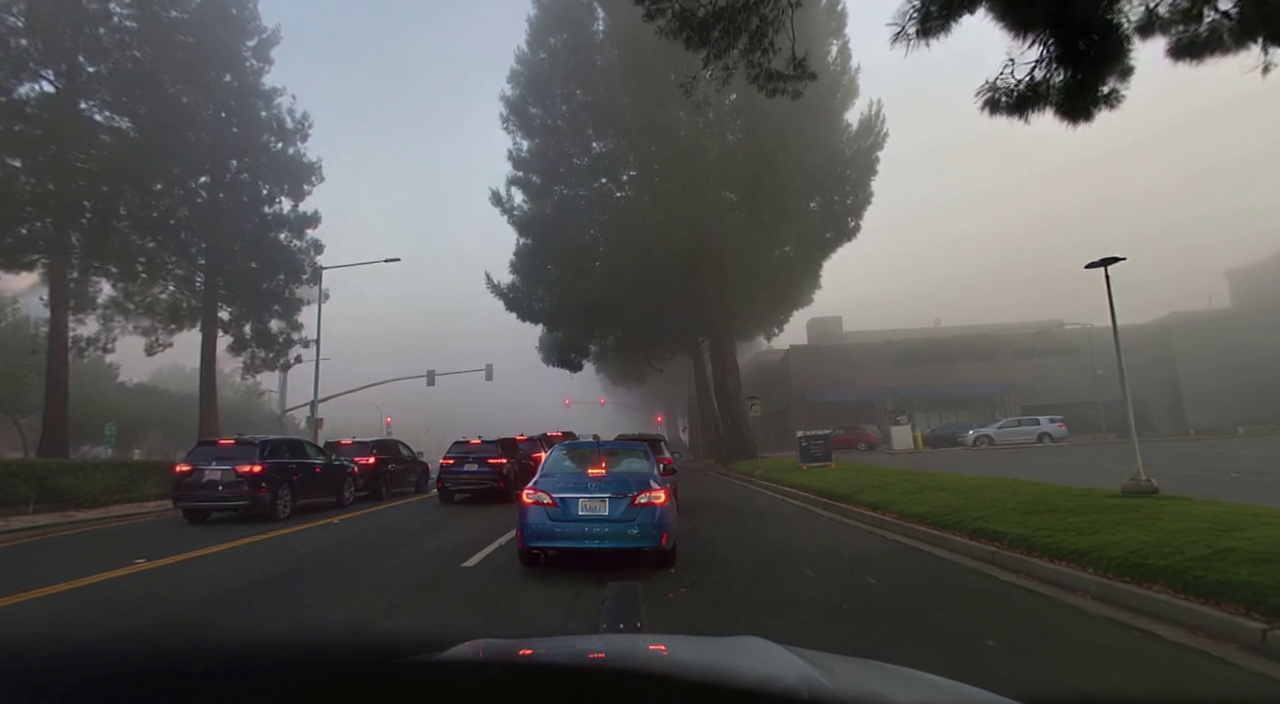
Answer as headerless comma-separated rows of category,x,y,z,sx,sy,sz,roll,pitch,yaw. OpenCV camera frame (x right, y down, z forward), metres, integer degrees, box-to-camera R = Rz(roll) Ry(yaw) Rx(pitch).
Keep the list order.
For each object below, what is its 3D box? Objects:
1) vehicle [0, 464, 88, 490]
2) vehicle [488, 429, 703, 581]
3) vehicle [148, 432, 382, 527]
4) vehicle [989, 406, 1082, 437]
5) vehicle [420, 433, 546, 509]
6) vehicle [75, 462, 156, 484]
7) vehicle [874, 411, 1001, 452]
vehicle,-36.633,7.618,38.550,4.093,1.440,1.804,0,-9,0
vehicle,-0.420,1.805,8.241,2.104,1.472,3.946,0,-9,0
vehicle,-7.281,2.503,12.942,2.096,1.593,4.288,0,-9,1
vehicle,28.048,4.982,45.076,5.333,1.880,2.130,-7,-9,29
vehicle,-3.624,2.821,15.382,1.969,1.570,4.019,0,-9,1
vehicle,-36.358,8.410,43.882,3.918,1.423,1.861,0,-9,-1
vehicle,13.938,3.781,29.829,4.975,1.809,1.956,0,-9,2
